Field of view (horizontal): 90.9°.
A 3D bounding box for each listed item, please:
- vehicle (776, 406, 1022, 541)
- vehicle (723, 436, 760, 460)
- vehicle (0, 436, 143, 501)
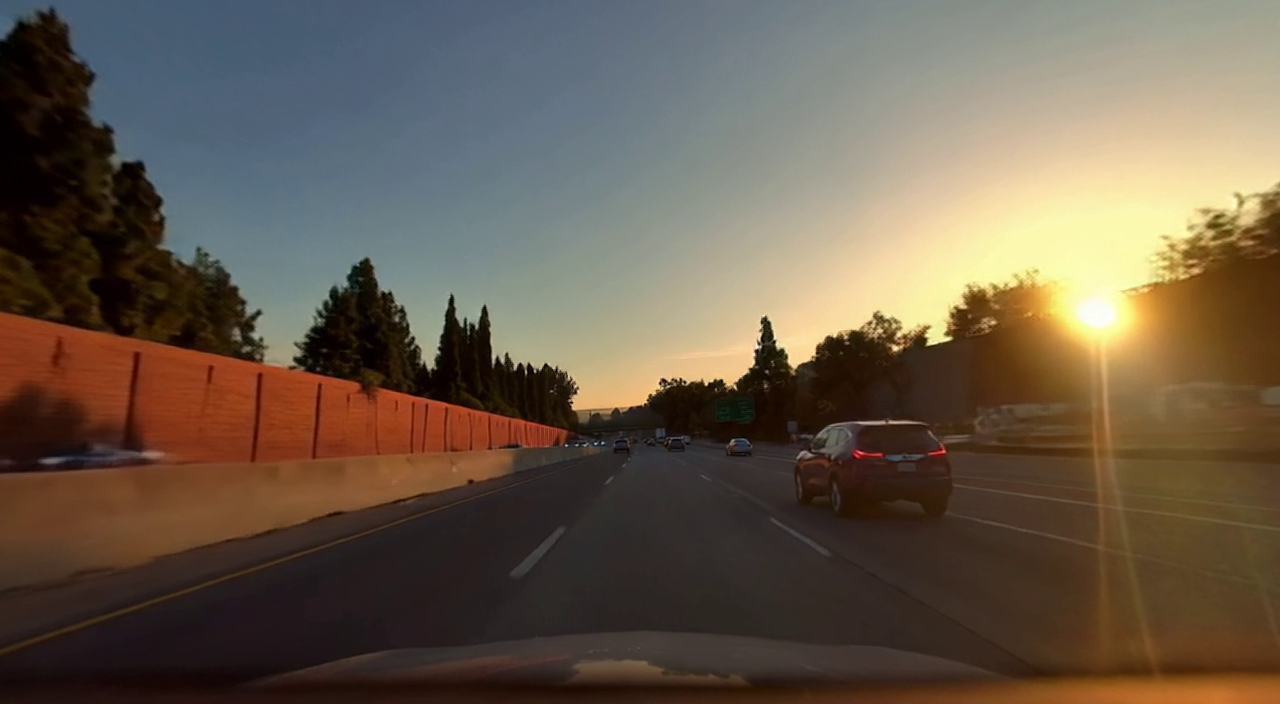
[{"bbox_3d":[3.997,1.977,10.864,2.190,1.783,4.637,0,-8,-1],"label":"vehicle"},{"bbox_3d":[7.932,7.589,49.850,2.066,1.795,4.674,0,-8,-1],"label":"vehicle"},{"bbox_3d":[-20.521,3.937,21.869,2.217,1.953,5.320,0,-8,0],"label":"vehicle"}]
